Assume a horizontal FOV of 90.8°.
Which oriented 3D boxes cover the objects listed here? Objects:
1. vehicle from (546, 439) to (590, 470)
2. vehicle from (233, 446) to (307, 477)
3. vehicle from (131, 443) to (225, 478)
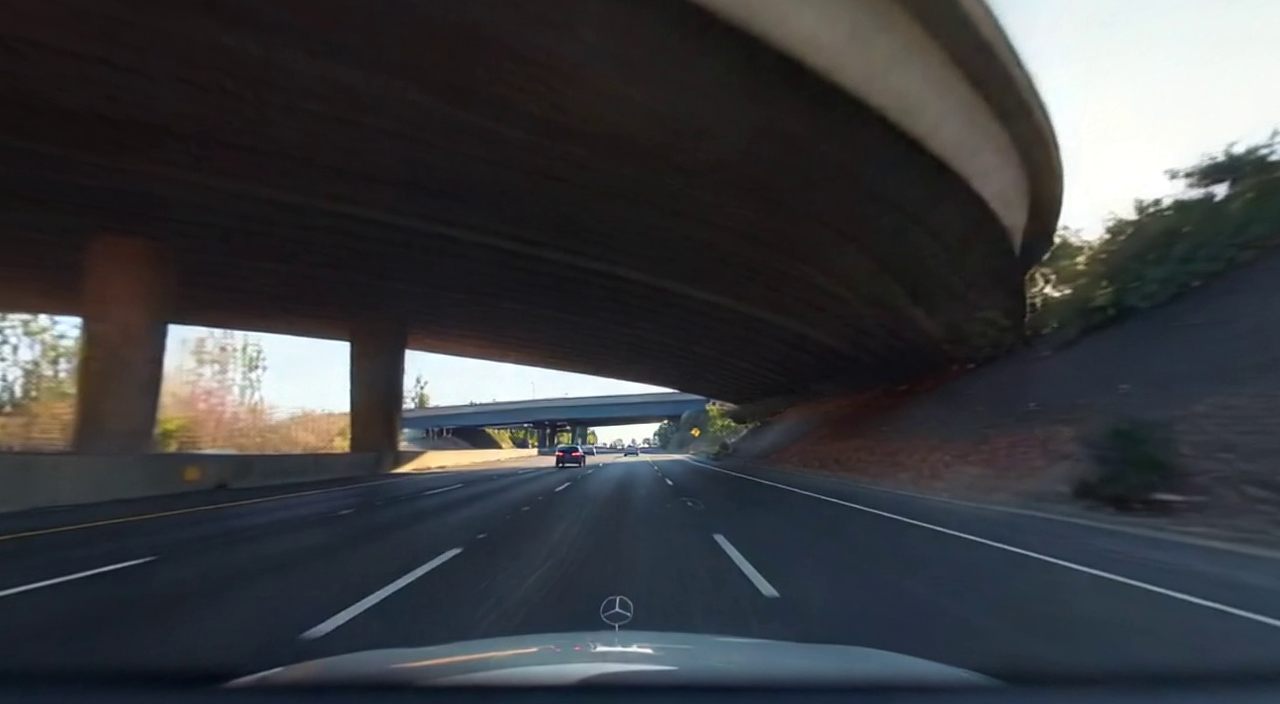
[{"bbox_3d":[-4.277,6.167,38.238,2.102,1.727,4.704,0,-9,0],"label":"vehicle"},{"bbox_3d":[-16.810,4.971,28.861,1.416,1.312,3.200,0,-9,1],"label":"vehicle"},{"bbox_3d":[-20.569,4.842,28.309,1.593,1.407,3.388,-2,-9,1],"label":"vehicle"}]
